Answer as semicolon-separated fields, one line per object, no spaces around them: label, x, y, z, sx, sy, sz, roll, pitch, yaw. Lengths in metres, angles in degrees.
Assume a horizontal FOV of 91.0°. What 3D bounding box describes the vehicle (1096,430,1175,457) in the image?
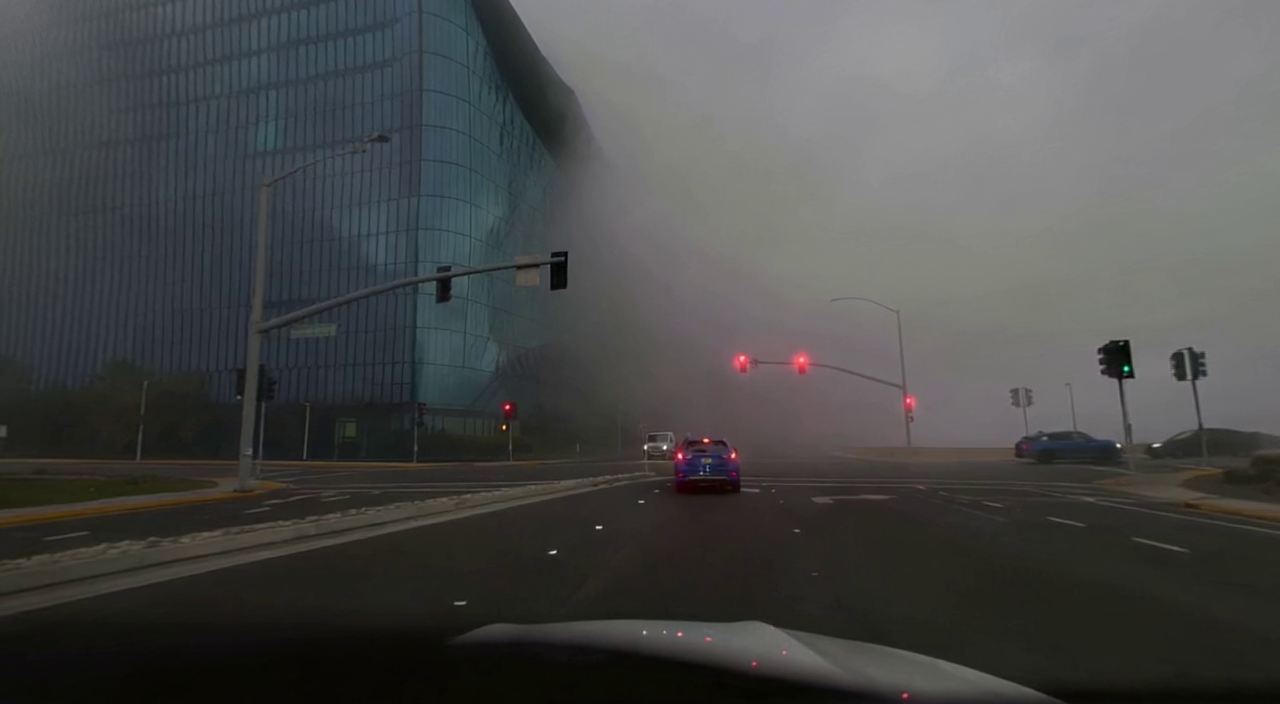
vehicle;30.123;5.611;38.449;1.864;1.519;4.317;-1;-9;11

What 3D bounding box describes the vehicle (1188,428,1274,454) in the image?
vehicle;34.835;5.288;37.263;1.743;1.472;3.772;-1;-9;9

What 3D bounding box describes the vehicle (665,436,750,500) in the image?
vehicle;1.988;3.126;17.411;2.014;1.525;4.197;-1;-9;10

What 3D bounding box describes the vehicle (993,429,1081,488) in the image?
vehicle;13.524;3.633;21.751;2.174;1.749;4.739;-5;-10;28

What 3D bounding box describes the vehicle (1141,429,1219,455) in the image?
vehicle;32.366;5.445;37.885;1.816;1.476;3.652;-1;-9;10
